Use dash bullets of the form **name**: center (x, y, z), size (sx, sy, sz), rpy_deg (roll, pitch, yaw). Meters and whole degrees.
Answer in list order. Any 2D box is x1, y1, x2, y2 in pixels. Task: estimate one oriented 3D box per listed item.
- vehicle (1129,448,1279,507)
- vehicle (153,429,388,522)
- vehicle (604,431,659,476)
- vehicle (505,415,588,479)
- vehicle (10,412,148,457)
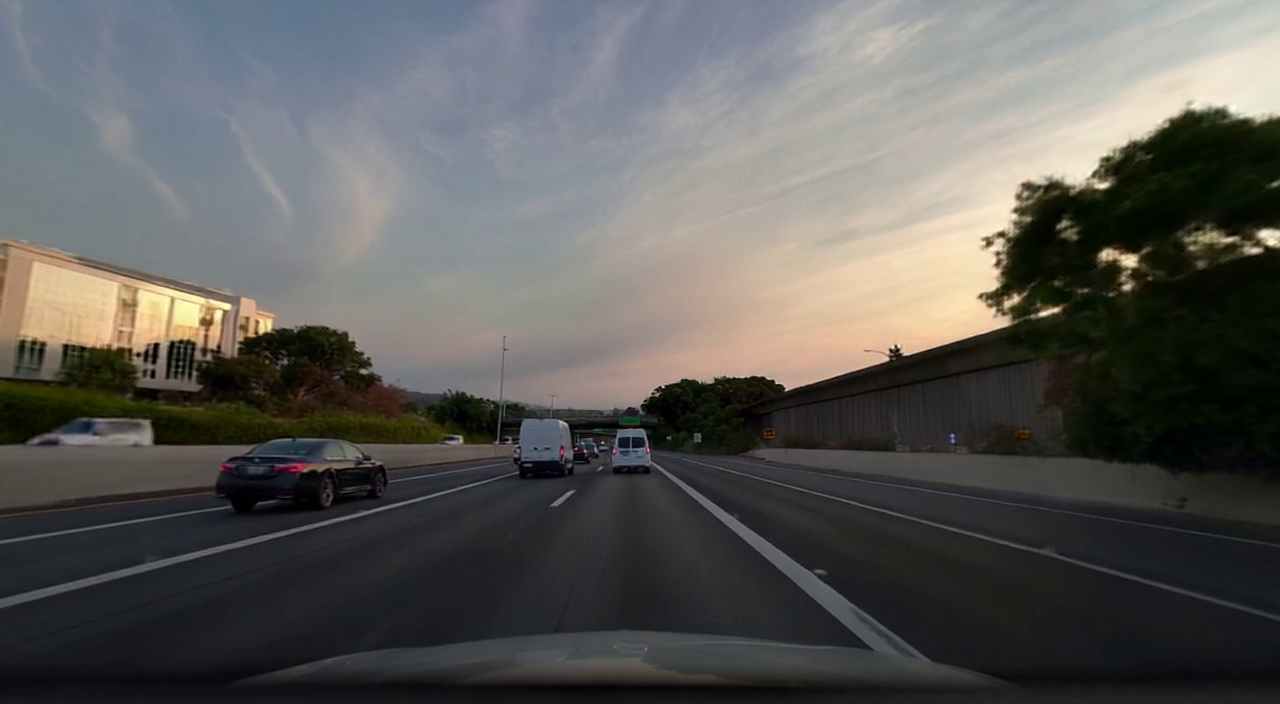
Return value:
- **vehicle**: center (21.233, 4.507, 23.238), size (2.083, 1.873, 5.209), rpy_deg (0, -9, -1)
- **vehicle**: center (-6.972, 2.375, 12.643), size (1.959, 1.493, 4.575), rpy_deg (0, -9, 0)
- **vehicle**: center (-0.338, 4.388, 27.365), size (2.207, 1.807, 4.199), rpy_deg (0, -9, 0)
- **vehicle**: center (-3.654, 3.908, 25.925), size (2.504, 2.276, 5.933), rpy_deg (0, -9, 0)
- **vehicle**: center (-22.903, 3.445, 25.977), size (1.887, 1.675, 4.333), rpy_deg (1, -9, -4)
